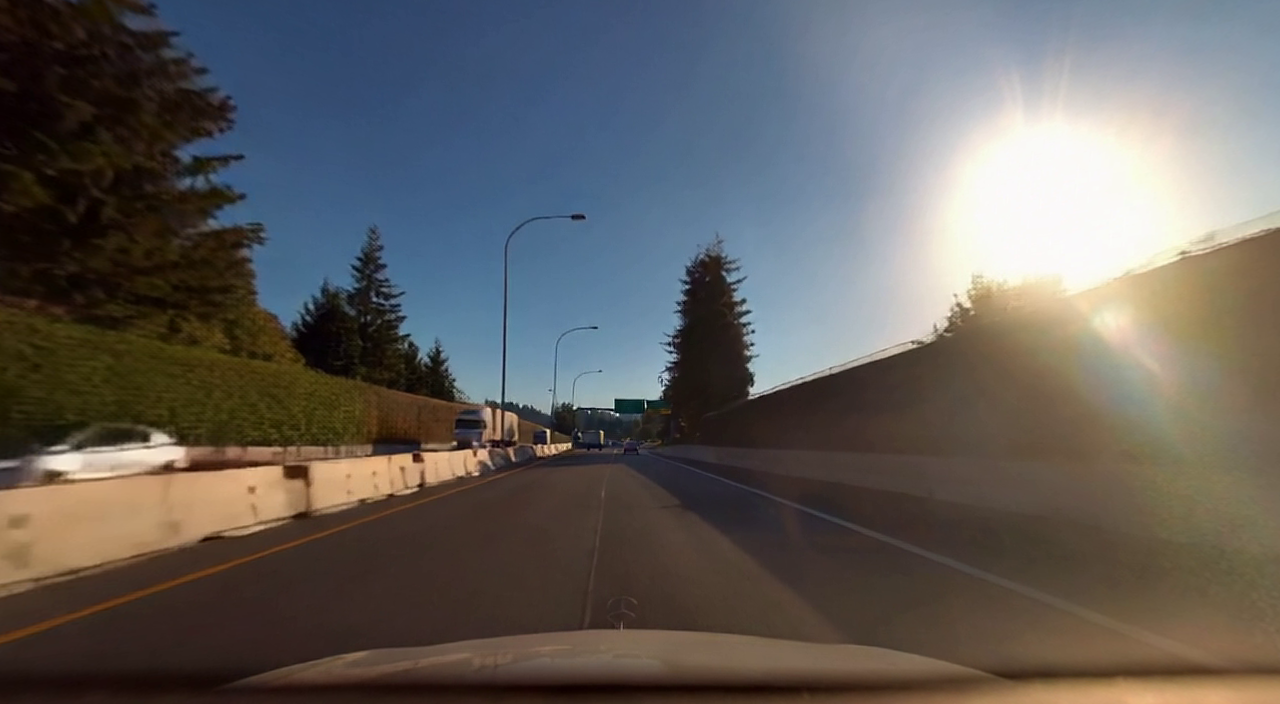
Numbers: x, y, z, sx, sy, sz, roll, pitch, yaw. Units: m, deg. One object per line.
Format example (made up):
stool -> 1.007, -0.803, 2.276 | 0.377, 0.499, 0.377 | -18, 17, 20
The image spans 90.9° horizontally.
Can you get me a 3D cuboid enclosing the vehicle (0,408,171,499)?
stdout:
vehicle -> -12.662, 2.101, 13.339 | 1.984, 1.639, 4.528 | 0, -8, -1
